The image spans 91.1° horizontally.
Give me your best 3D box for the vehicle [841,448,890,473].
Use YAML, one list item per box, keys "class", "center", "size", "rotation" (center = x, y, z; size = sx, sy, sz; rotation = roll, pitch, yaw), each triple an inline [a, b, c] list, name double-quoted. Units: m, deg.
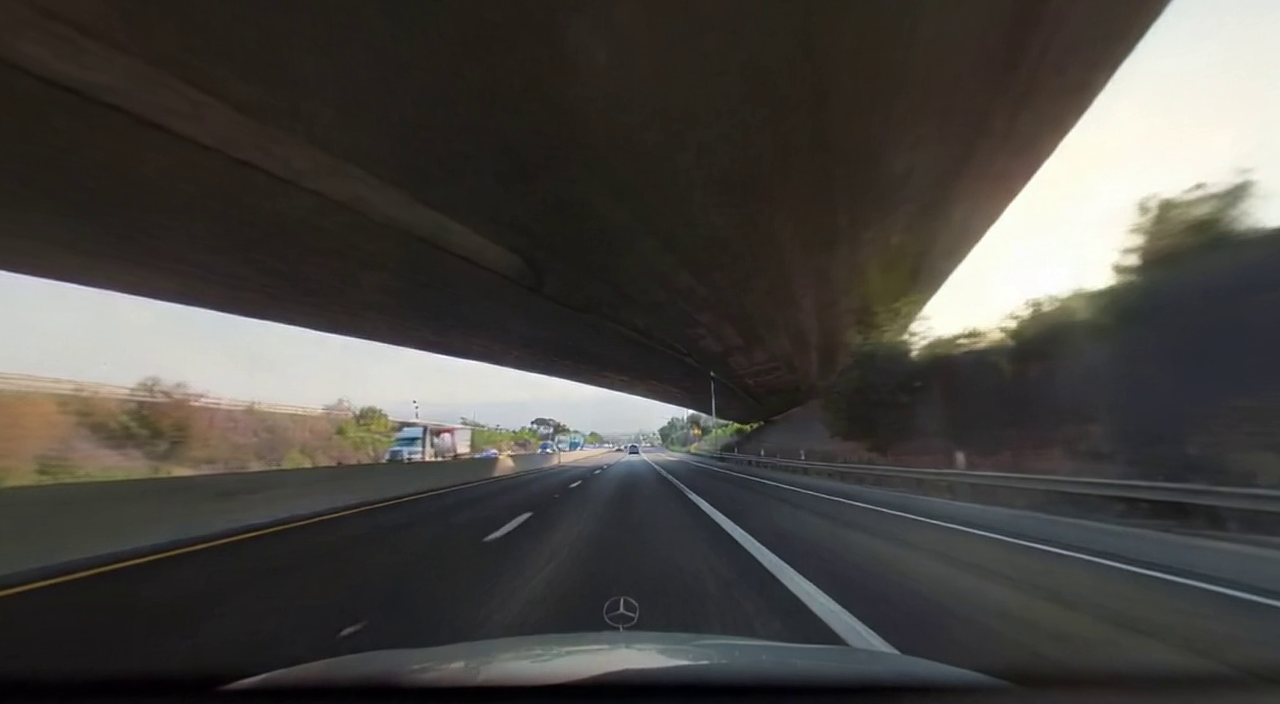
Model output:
- class: "vehicle"
  center: [15.425, 7.409, 43.132]
  size: [1.834, 1.555, 3.751]
  rotation: [0, -9, -2]
